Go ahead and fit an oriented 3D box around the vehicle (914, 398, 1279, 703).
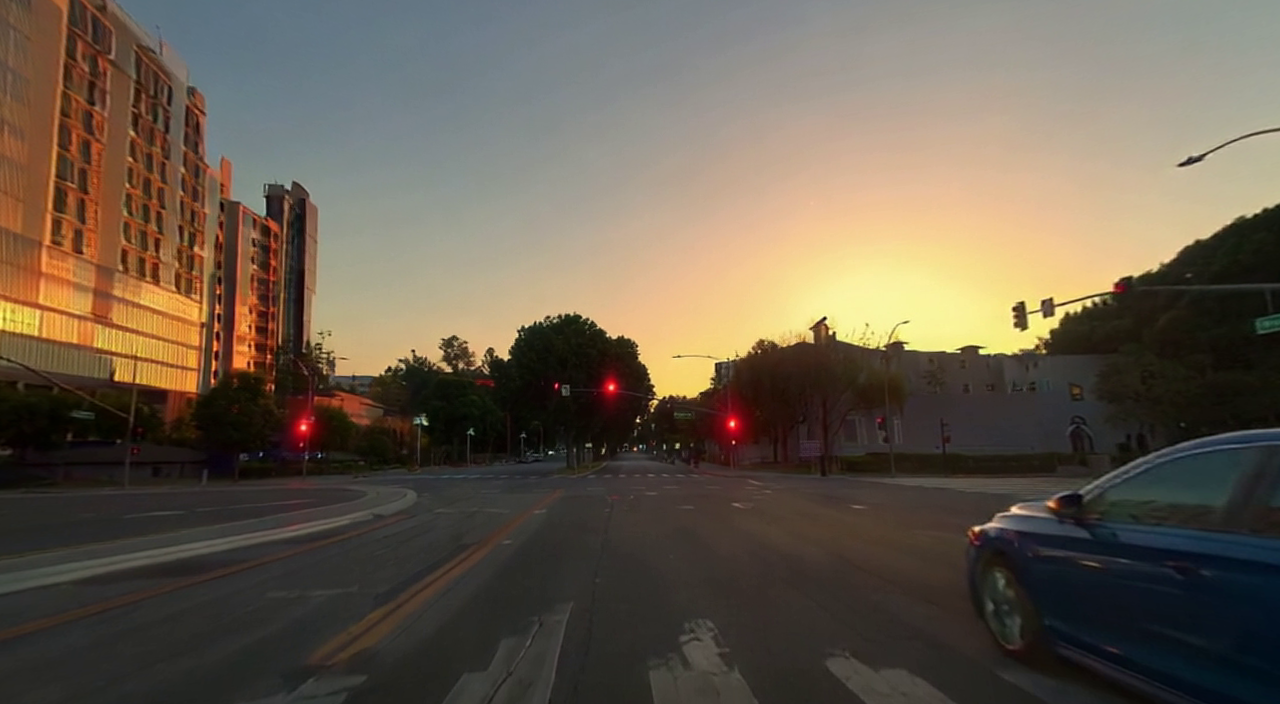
[{"bbox_3d":[3.141,0.958,2.258,2.089,1.539,4.767,0,-9,-1],"label":"vehicle"}]
